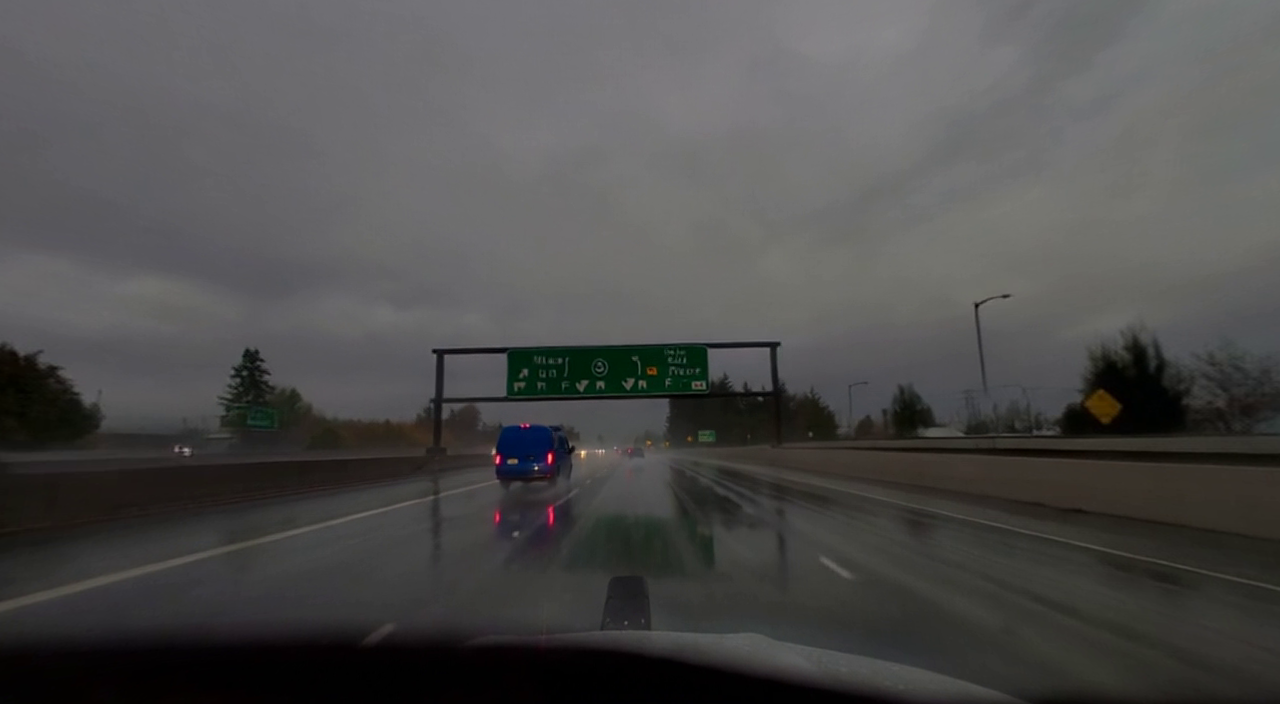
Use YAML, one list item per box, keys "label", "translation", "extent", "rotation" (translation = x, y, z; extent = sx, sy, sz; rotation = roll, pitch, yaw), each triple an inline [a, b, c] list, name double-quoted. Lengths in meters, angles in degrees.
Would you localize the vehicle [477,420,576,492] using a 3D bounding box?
- label: "vehicle"
  translation: [-3.462, 3.272, 20.152]
  extent: [2.281, 2.025, 4.586]
  rotation: [0, -8, 0]
